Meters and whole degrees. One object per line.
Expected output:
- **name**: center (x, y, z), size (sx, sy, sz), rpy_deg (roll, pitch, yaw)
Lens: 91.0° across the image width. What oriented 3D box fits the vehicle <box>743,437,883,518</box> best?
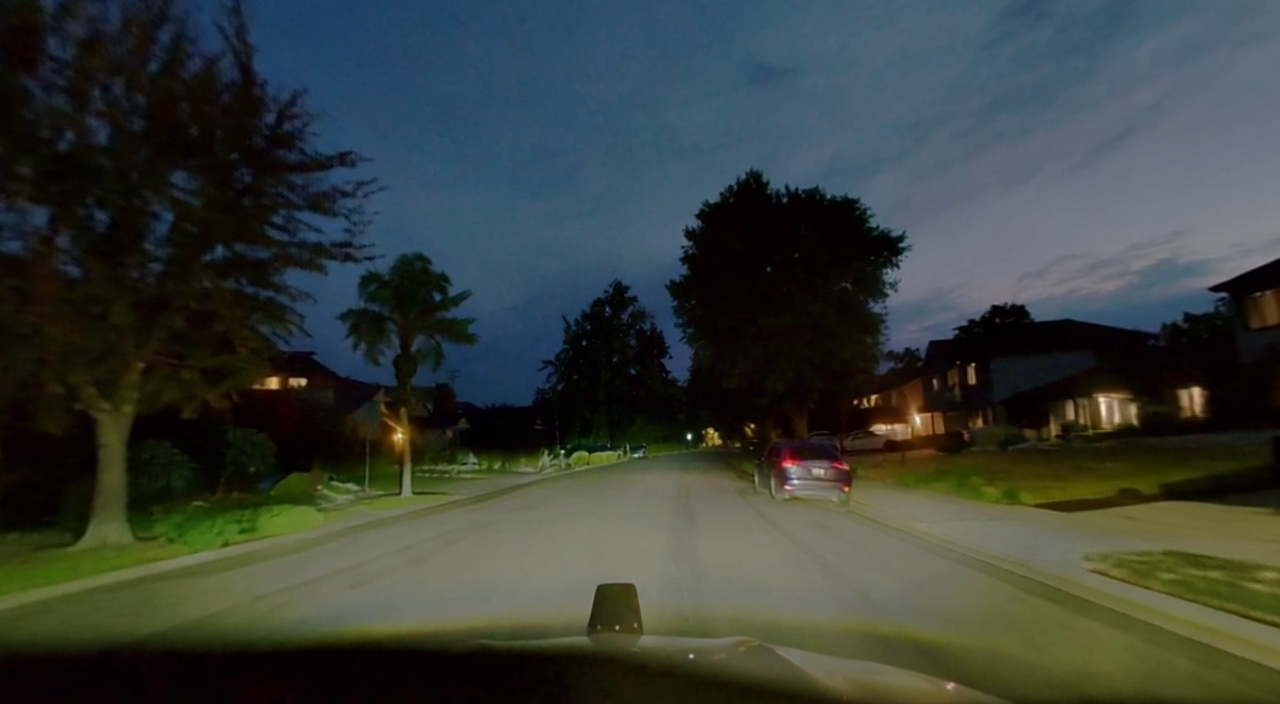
- **vehicle**: center (3.573, 2.654, 13.886), size (2.006, 1.494, 4.211), rpy_deg (0, -9, 2)
